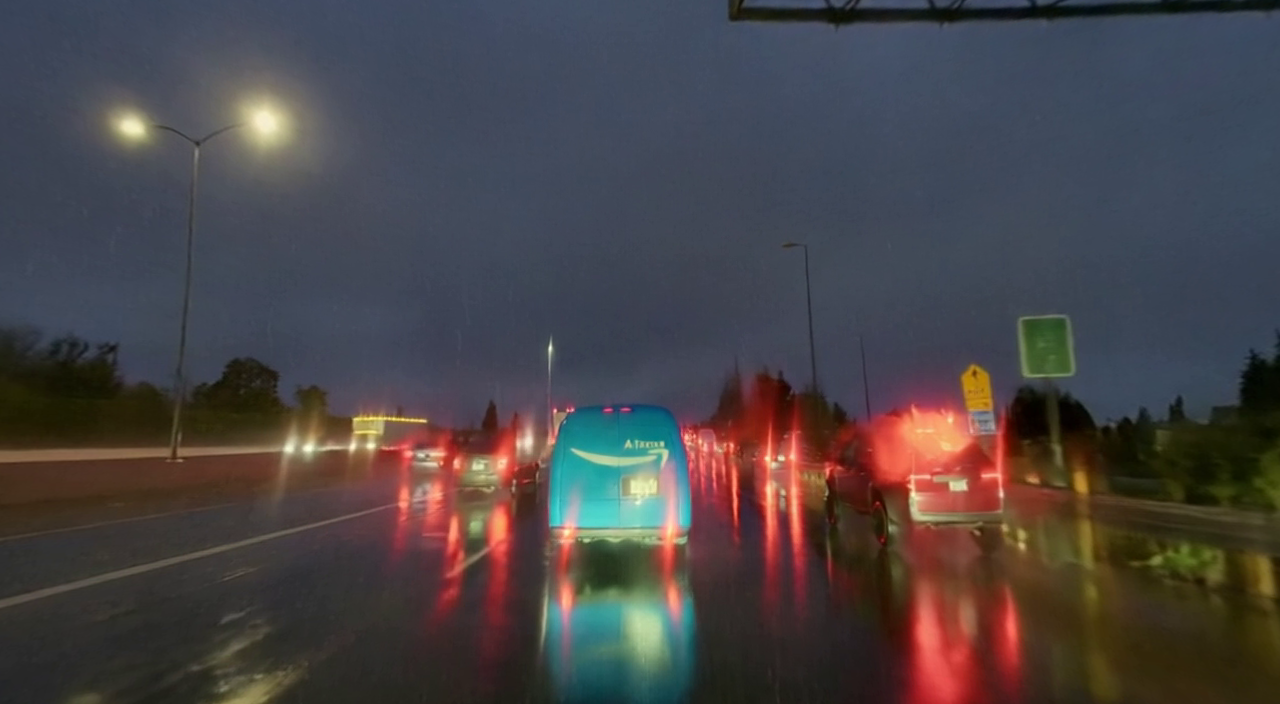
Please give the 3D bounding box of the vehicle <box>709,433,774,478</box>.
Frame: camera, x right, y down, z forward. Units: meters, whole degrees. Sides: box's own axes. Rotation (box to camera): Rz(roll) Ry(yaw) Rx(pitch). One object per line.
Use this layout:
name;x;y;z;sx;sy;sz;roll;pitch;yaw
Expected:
vehicle;4.209;4.373;26.868;2.064;1.720;4.416;0;-9;1

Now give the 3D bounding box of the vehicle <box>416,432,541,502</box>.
vehicle;-3.895;2.859;16.082;1.983;1.496;4.371;0;-9;1

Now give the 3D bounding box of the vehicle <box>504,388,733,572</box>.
vehicle;-0.202;1.610;8.589;2.287;1.823;4.369;0;-9;0

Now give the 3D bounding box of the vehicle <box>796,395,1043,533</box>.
vehicle;4.767;2.036;11.970;2.179;1.999;5.331;1;-9;-1
